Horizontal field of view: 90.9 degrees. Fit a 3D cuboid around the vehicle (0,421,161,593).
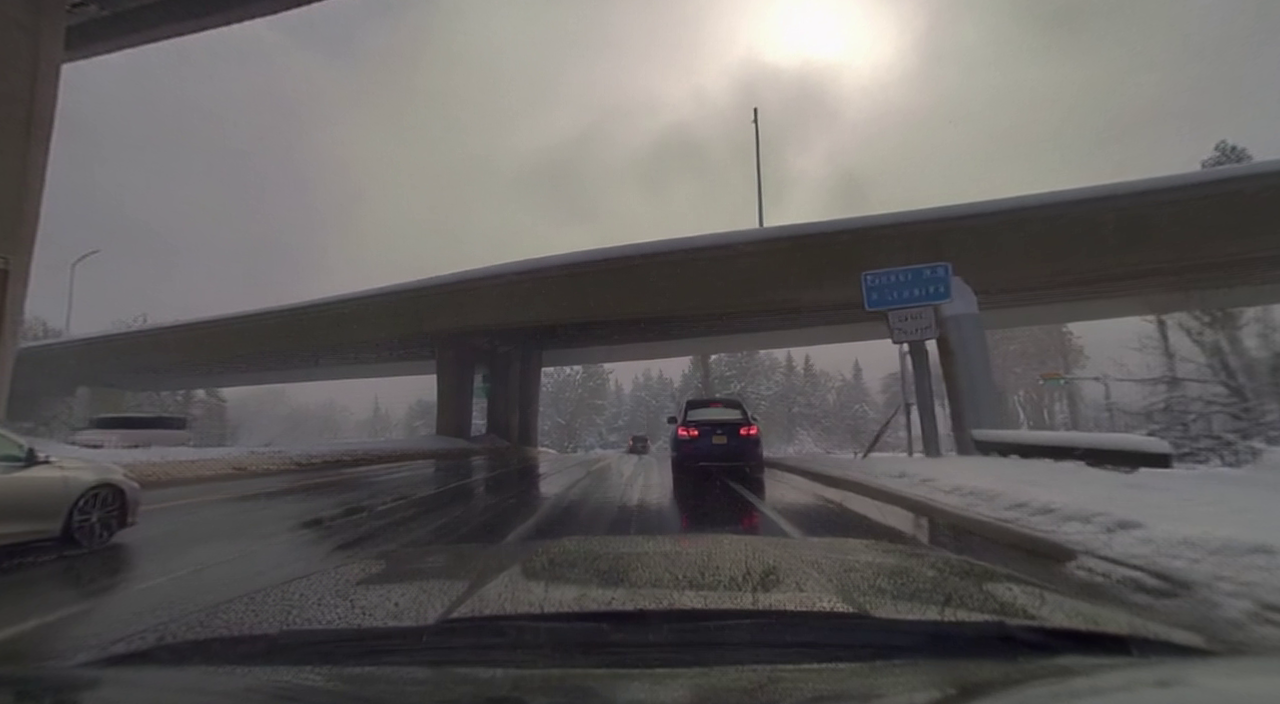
[{"bbox_3d":[-7.326,1.508,6.057,2.108,1.670,4.235,0,-8,-1],"label":"vehicle"}]
